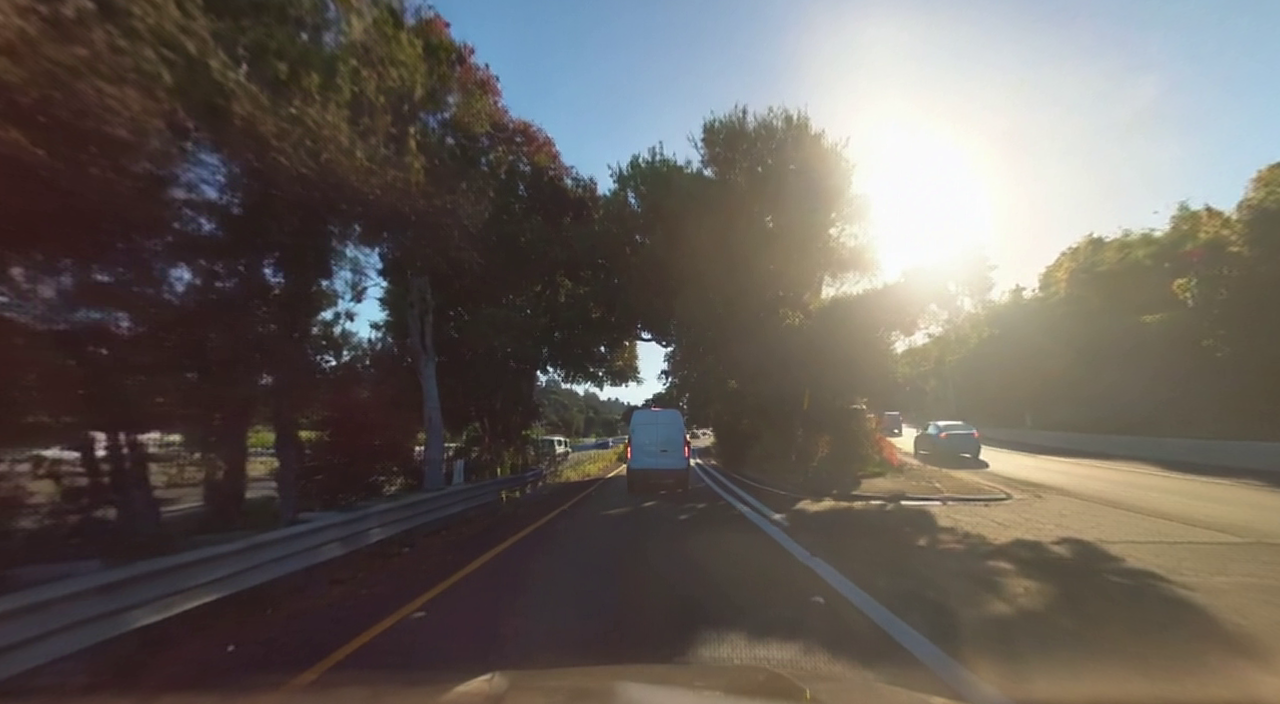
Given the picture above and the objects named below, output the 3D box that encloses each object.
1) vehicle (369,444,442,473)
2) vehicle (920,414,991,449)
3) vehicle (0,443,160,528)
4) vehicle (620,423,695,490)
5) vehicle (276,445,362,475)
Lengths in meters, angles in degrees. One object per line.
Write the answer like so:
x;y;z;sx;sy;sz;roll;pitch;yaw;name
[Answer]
-12.505;5.683;33.975;1.918;1.451;4.668;-1;-8;4;vehicle
16.429;4.224;33.107;2.098;1.654;4.637;-2;-8;11;vehicle
-12.791;2.674;12.995;1.958;1.545;4.588;-1;-8;4;vehicle
0.497;3.203;19.701;2.043;1.821;4.558;-1;-8;1;vehicle
-16.700;5.605;33.102;1.825;1.437;4.692;-1;-8;3;vehicle
